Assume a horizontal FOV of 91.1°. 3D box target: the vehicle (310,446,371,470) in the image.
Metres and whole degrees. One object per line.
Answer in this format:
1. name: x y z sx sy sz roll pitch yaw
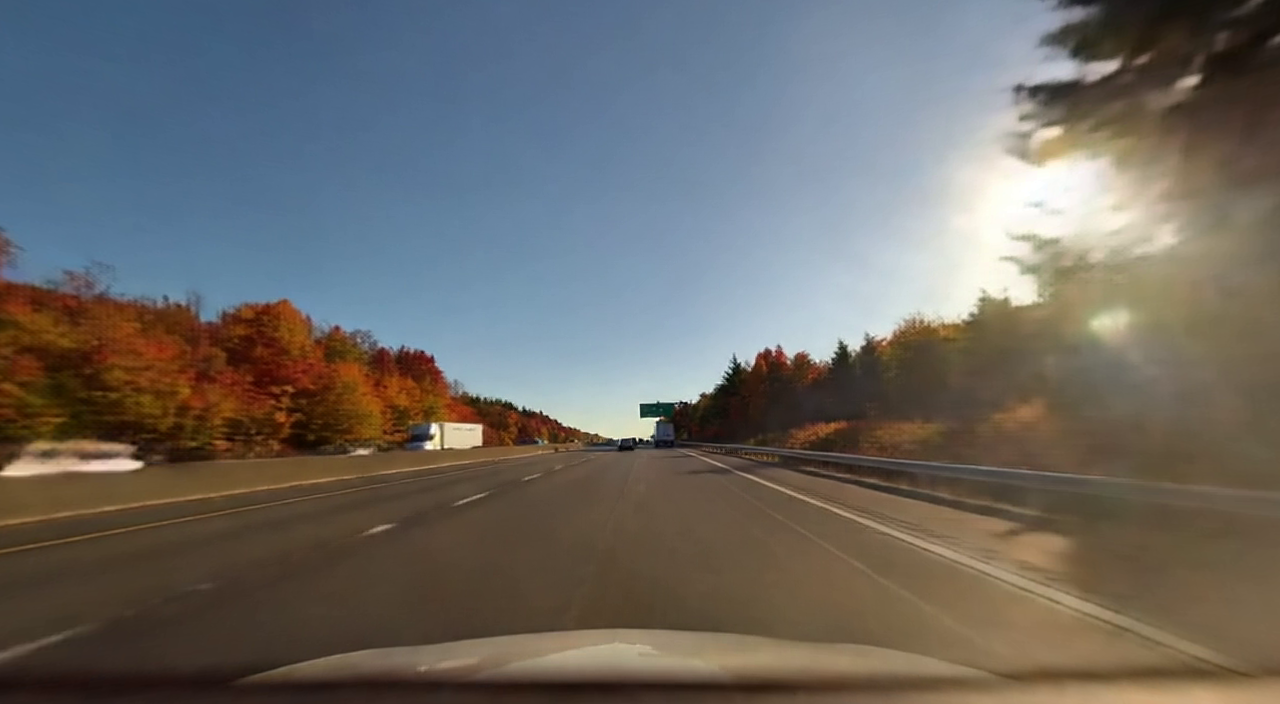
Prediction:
1. vehicle: -20.475 7.255 43.101 1.882 1.489 4.332 -1 -8 3
